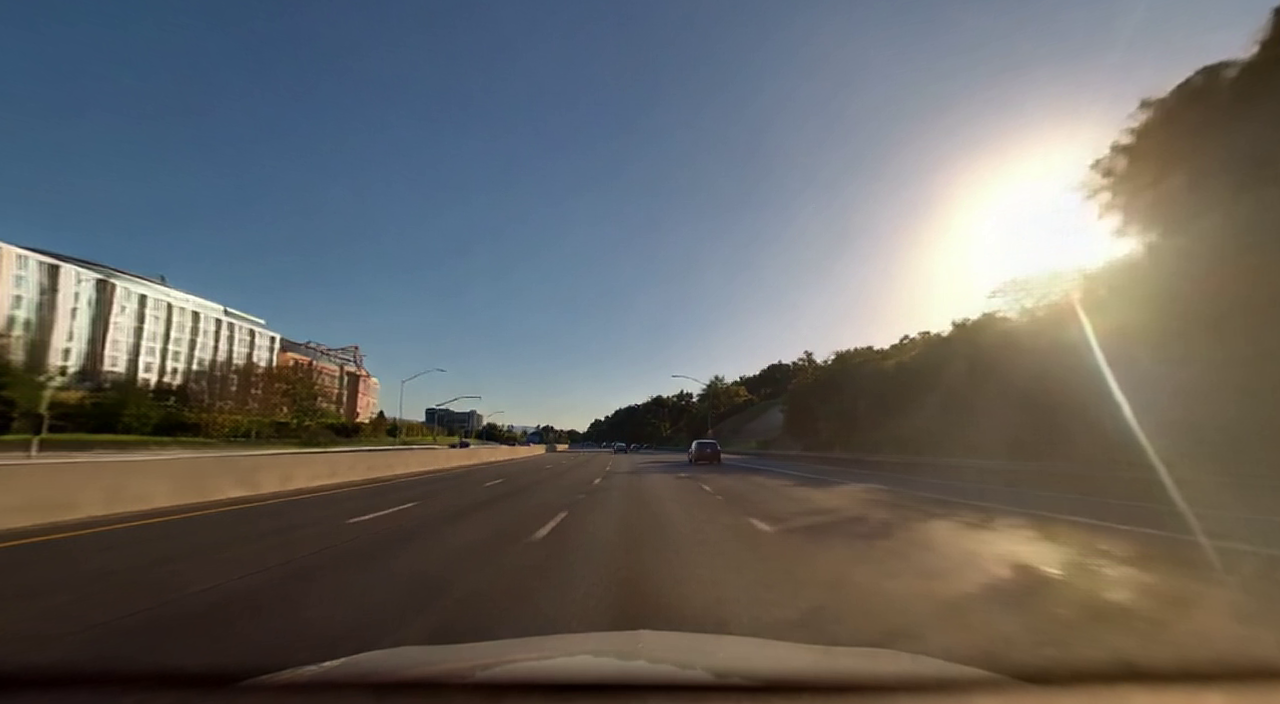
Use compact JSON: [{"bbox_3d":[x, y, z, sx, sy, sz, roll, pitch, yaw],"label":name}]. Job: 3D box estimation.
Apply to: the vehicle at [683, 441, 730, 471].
[{"bbox_3d":[3.458,5.527,33.566,1.926,1.477,4.025,0,-9,-2],"label":"vehicle"}]
